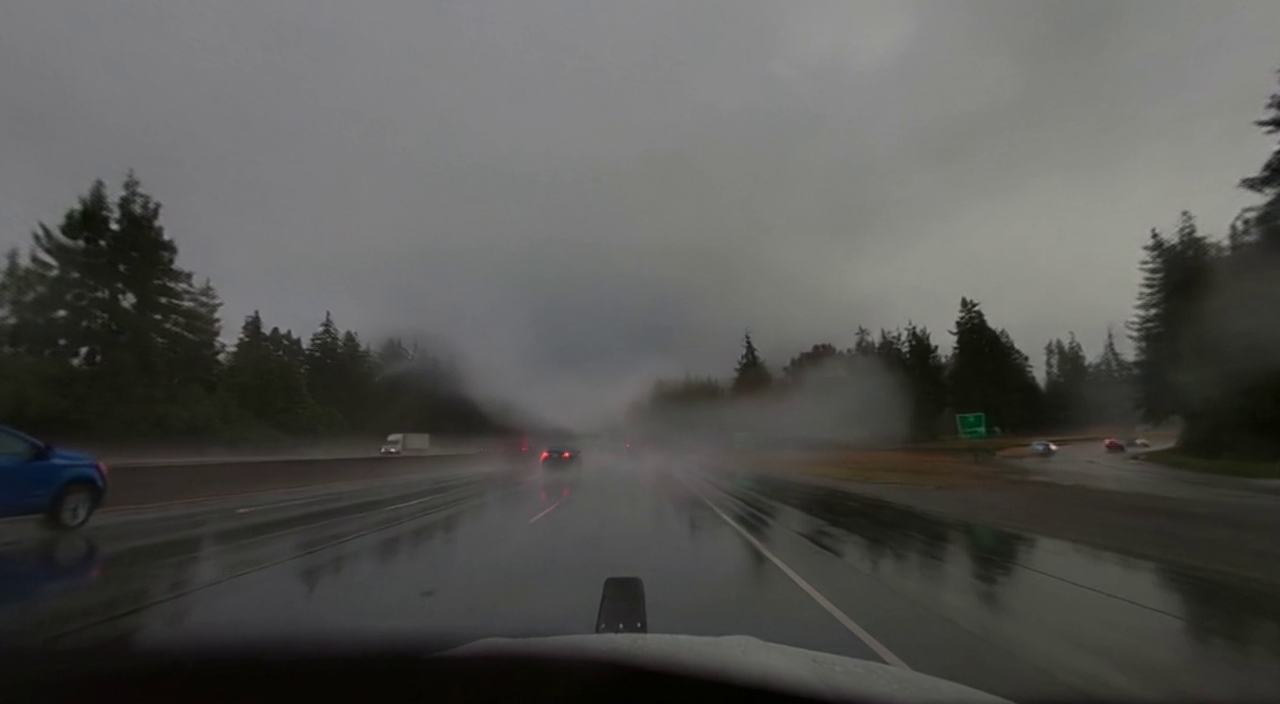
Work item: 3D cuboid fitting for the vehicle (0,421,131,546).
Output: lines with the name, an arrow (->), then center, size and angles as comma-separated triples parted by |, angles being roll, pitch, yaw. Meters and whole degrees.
vehicle -> -10.177, 1.793, 8.424 | 2.146, 1.764, 5.510 | 0, -9, -1

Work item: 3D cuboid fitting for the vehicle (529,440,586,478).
vehicle -> -3.852, 5.085, 30.150 | 2.094, 1.695, 4.260 | 0, -9, 1
